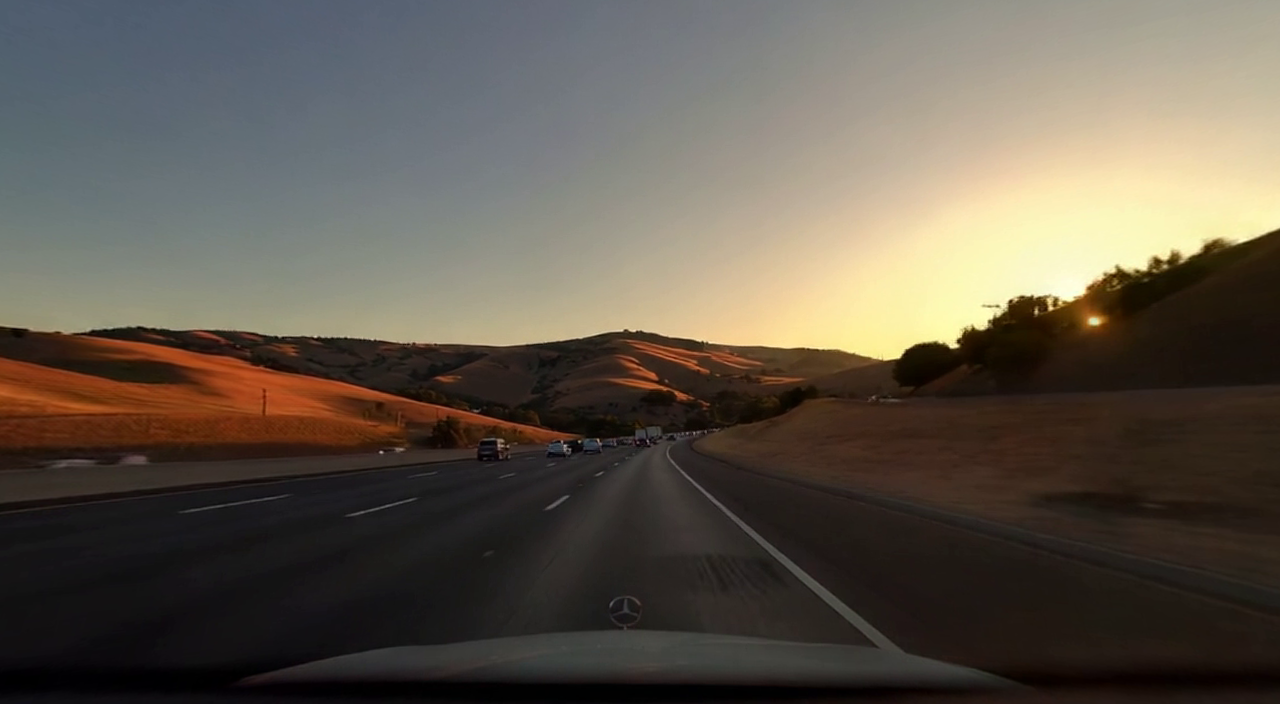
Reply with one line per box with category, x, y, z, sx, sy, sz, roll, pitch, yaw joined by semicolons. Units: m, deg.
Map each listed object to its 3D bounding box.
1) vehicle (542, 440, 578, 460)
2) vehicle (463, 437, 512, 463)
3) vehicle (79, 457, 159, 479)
vehicle;-6.247;7.699;49.595;2.107;1.484;4.449;0;-9;2
vehicle;-10.377;6.718;43.182;2.122;1.695;4.437;0;-9;2
vehicle;-39.598;8.843;48.107;1.958;1.485;4.791;0;-9;2
